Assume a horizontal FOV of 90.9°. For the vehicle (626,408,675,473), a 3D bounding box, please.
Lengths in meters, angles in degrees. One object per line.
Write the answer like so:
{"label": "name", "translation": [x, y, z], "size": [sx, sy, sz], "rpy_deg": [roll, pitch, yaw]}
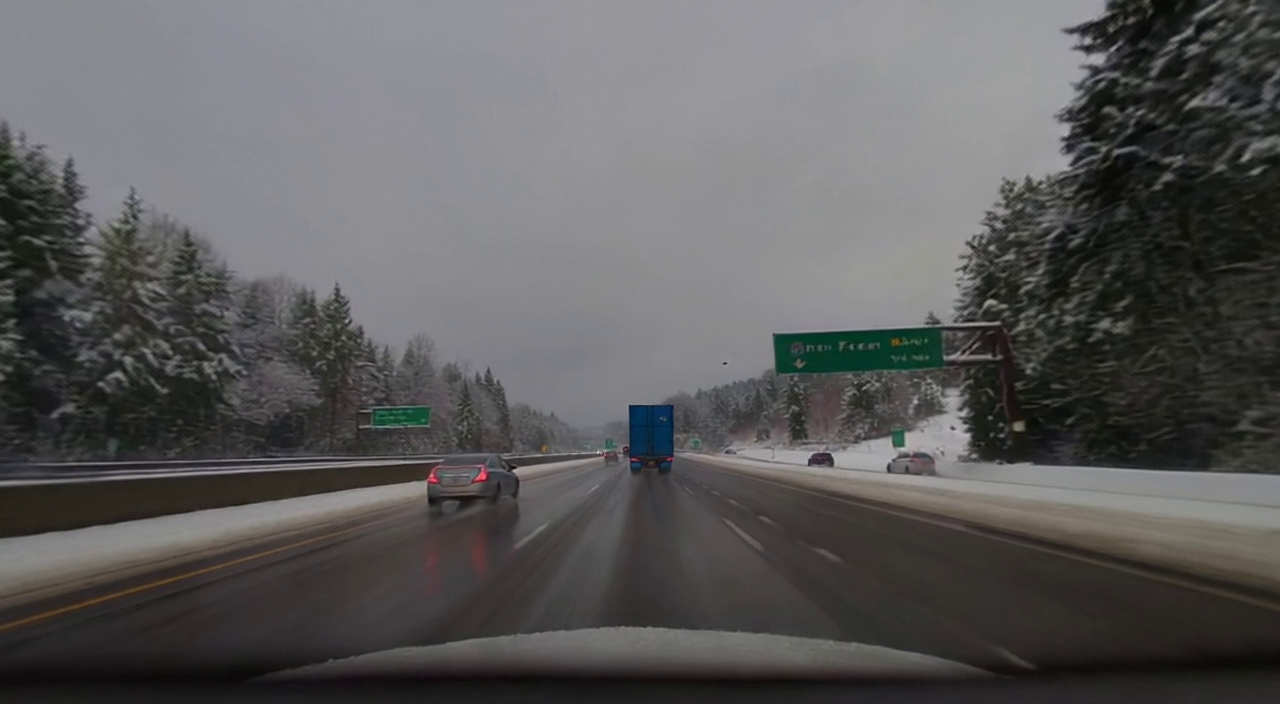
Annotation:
{"label": "vehicle", "translation": [0.679, 6.311, 44.669], "size": [3.022, 4.072, 10.318], "rpy_deg": [0, -9, 0]}

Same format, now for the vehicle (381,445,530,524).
{"label": "vehicle", "translation": [-3.844, 2.824, 14.065], "size": [1.931, 1.466, 4.458], "rpy_deg": [0, -9, 1]}
